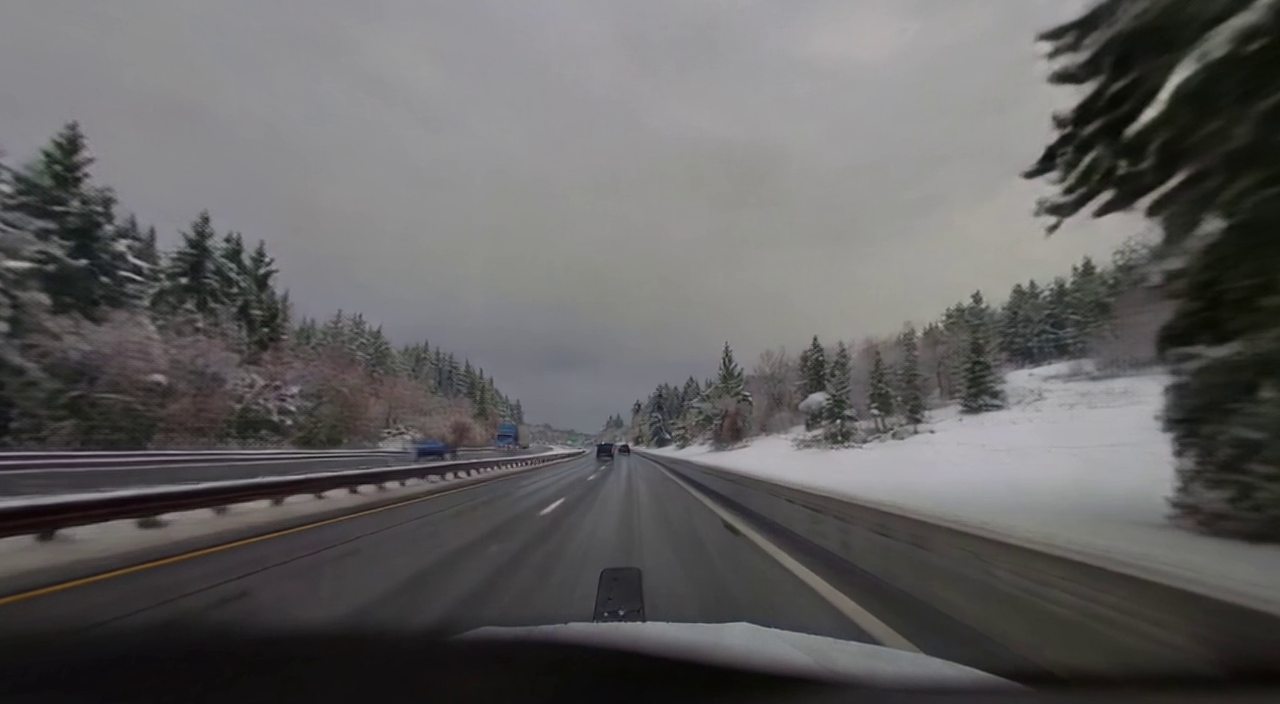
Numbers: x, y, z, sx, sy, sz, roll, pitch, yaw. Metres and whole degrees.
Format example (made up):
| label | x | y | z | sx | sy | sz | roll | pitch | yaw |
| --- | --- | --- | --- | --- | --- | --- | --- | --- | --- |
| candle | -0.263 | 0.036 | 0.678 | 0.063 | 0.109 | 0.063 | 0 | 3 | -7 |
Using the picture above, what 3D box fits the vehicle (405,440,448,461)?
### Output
| label | x | y | z | sx | sy | sz | roll | pitch | yaw |
| --- | --- | --- | --- | --- | --- | --- | --- | --- | --- |
| vehicle | -15.680 | 7.220 | 46.400 | 1.781 | 1.458 | 3.767 | 0 | -9 | 1 |
